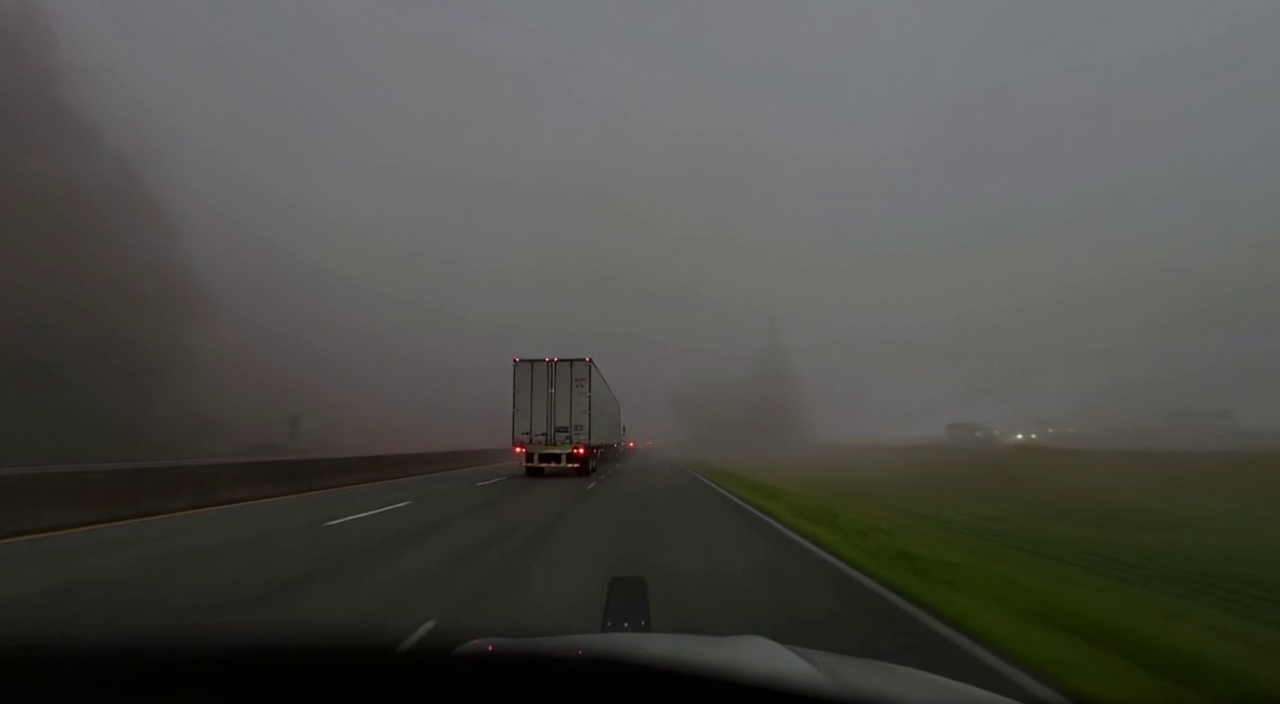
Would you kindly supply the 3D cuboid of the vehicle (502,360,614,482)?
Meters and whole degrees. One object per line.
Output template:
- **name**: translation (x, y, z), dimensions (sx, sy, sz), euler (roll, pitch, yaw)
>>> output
- **vehicle**: translation (-3.004, 3.298, 28.070), dimensions (2.947, 4.051, 14.256), euler (0, -8, 1)
